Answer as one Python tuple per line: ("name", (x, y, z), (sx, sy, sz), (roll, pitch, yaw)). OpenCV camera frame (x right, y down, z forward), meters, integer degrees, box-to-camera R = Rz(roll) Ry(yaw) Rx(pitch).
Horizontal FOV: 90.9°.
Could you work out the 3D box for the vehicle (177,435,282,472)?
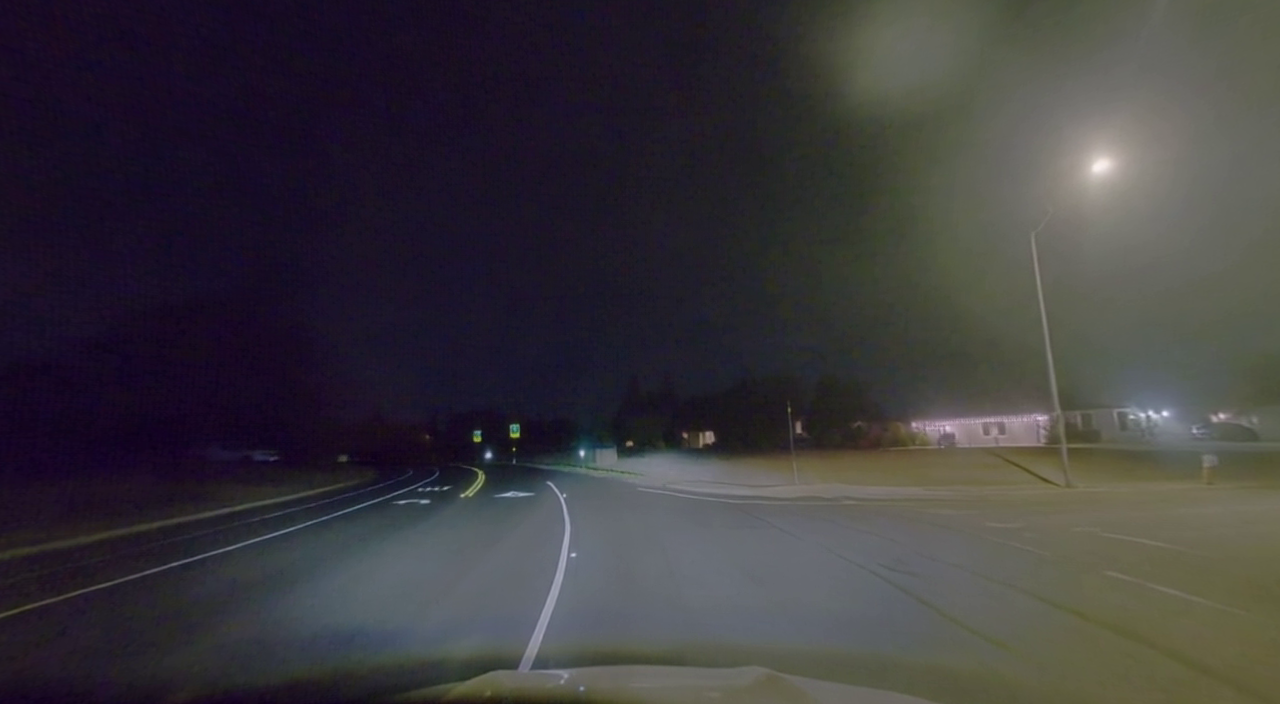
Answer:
("vehicle", (-23.142, 5.704, 35.637), (4.699, 1.996, 2.116), (-2, -9, 11))
